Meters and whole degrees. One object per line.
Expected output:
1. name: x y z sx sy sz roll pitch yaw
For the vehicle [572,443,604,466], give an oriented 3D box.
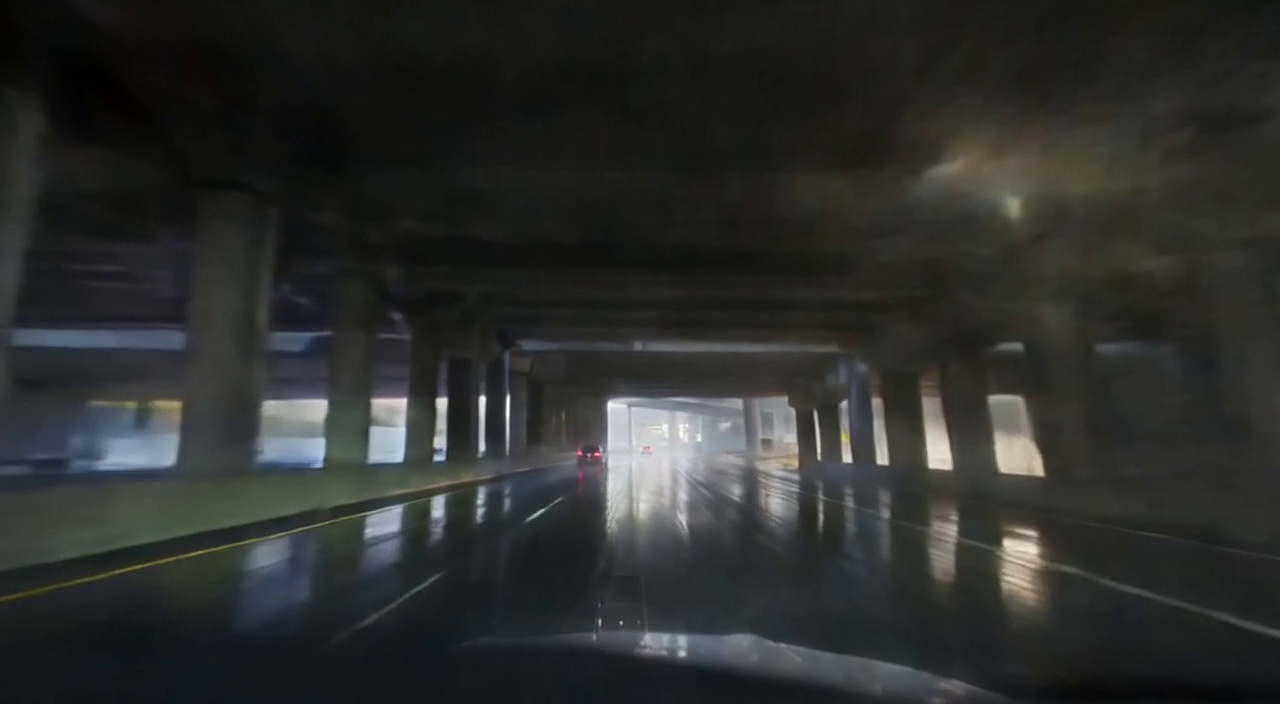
1. vehicle: -3.731 7.407 45.672 1.954 1.528 4.010 0 -9 1
